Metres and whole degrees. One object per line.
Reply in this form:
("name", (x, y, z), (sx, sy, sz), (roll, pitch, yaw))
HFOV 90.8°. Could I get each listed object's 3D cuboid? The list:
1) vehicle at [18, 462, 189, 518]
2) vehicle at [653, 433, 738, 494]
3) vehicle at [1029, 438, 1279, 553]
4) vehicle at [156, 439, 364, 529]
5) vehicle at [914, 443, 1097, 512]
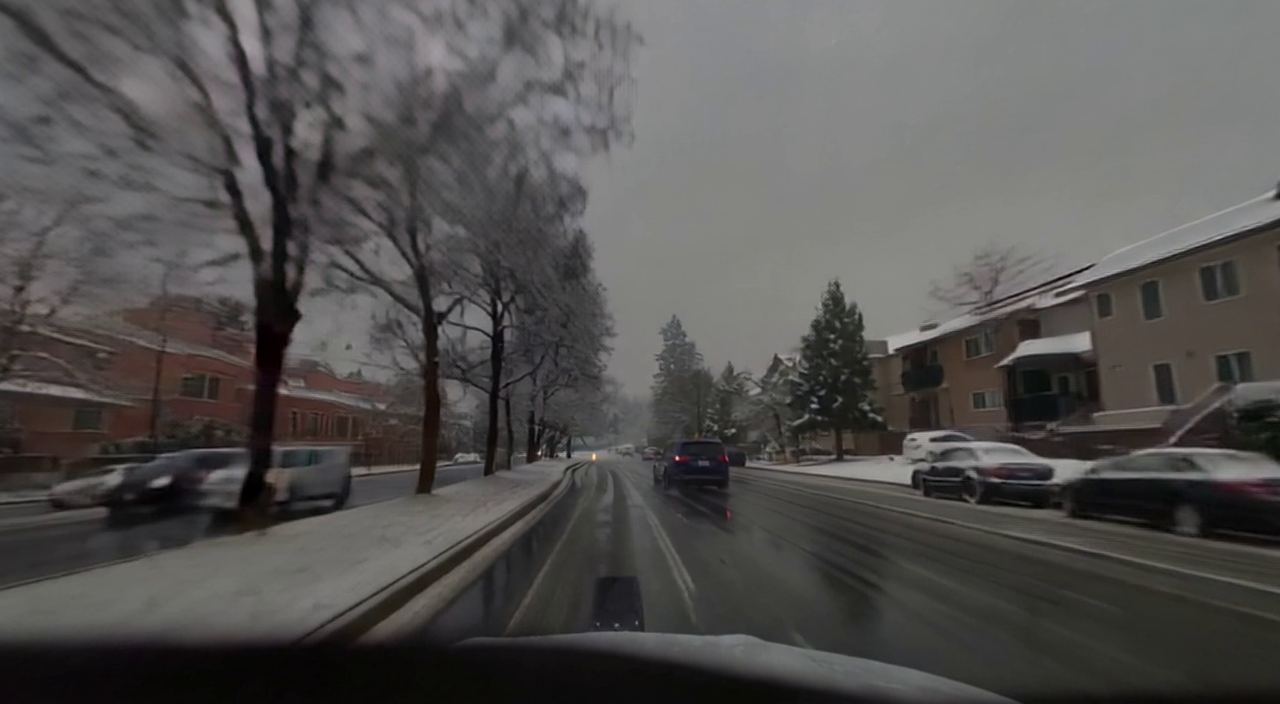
("vehicle", (-18.629, 4.770, 22.326), (1.979, 1.489, 4.902), (-1, -8, -3))
("vehicle", (1.680, 3.602, 20.787), (2.085, 1.763, 4.490), (0, -9, -4))
("vehicle", (9.200, 2.221, 10.560), (1.936, 1.485, 5.111), (0, -9, -3))
("vehicle", (-8.208, 2.844, 14.283), (2.033, 1.685, 4.420), (0, -9, -2))
("vehicle", (8.986, 3.085, 16.101), (1.858, 1.489, 4.556), (0, -9, -1))
